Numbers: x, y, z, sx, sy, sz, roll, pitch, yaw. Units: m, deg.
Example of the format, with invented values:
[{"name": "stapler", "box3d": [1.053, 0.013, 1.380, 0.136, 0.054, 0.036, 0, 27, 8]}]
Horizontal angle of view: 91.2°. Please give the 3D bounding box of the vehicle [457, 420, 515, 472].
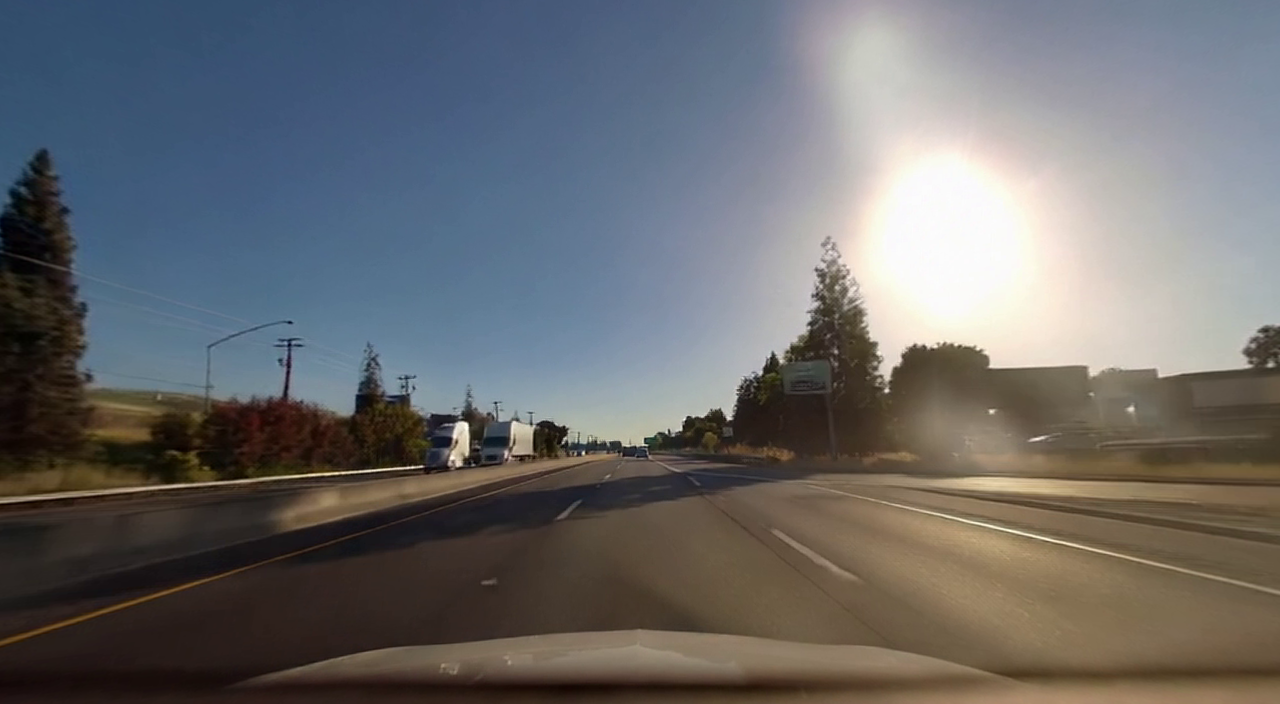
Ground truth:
[{"name": "vehicle", "box3d": [-11.961, 7.410, 49.231, 2.993, 3.759, 5.901, 0, -9, 0]}]
